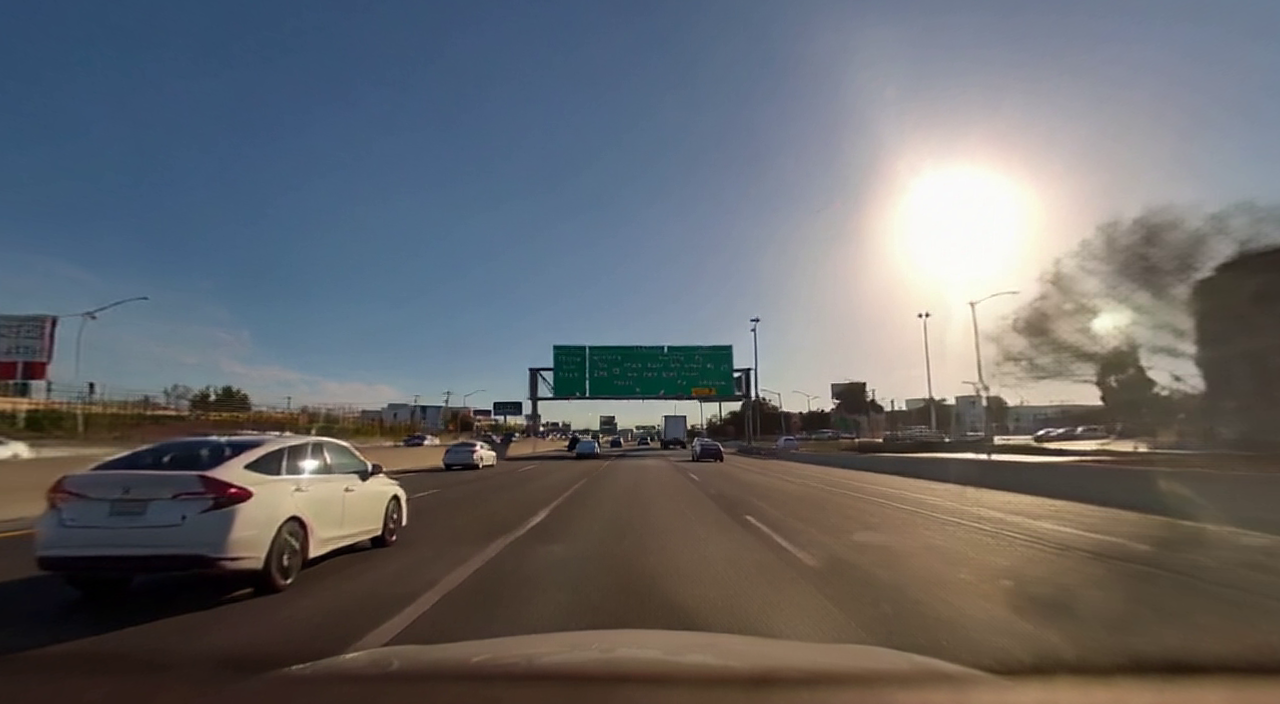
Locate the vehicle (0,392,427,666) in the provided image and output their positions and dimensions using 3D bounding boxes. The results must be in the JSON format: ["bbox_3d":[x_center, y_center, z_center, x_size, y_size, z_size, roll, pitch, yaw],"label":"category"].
[{"bbox_3d":[-3.736,1.319,5.710,2.008,1.504,4.264,0,-9,1],"label":"vehicle"}]

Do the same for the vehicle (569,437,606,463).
[{"bbox_3d":[-3.339,6.356,40.862,2.001,1.577,4.055,0,-9,1],"label":"vehicle"}]

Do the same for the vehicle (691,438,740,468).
[{"bbox_3d":[4.126,5.637,35.183,2.135,1.532,4.506,1,-9,0],"label":"vehicle"}]

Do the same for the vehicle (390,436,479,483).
[{"bbox_3d":[-7.234,3.836,22.566,1.865,1.518,3.620,0,-9,1],"label":"vehicle"}]
